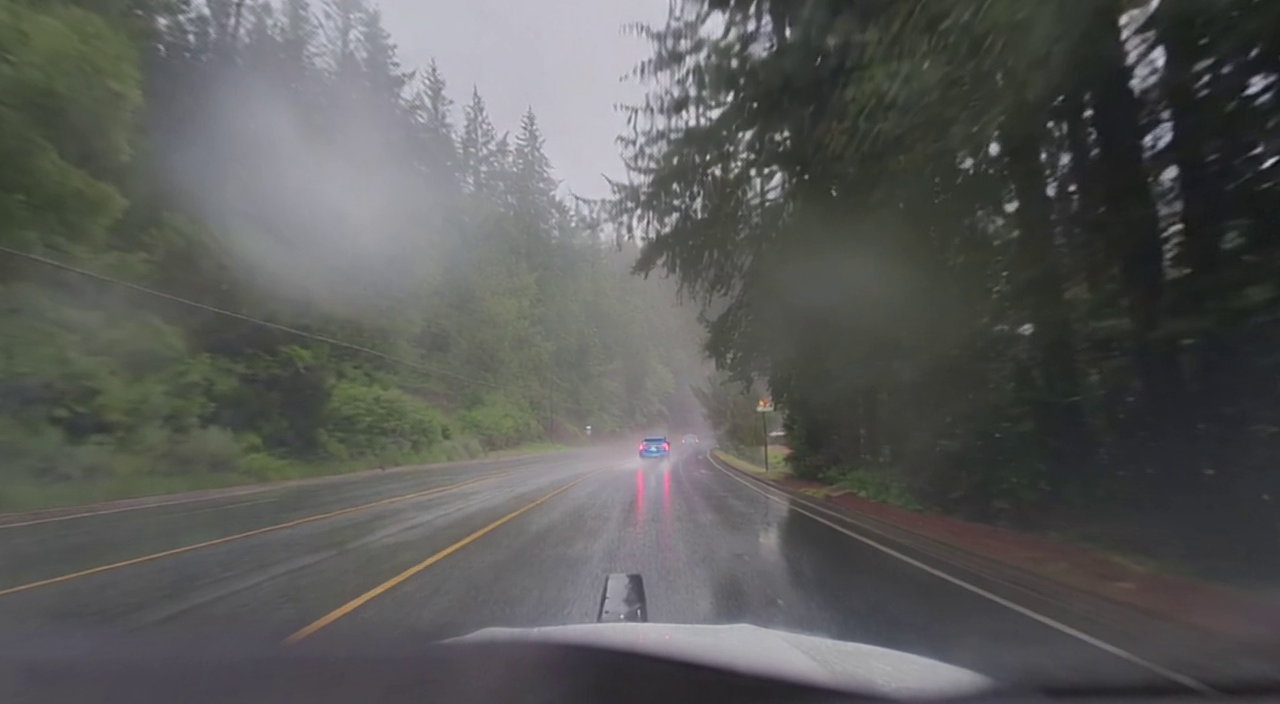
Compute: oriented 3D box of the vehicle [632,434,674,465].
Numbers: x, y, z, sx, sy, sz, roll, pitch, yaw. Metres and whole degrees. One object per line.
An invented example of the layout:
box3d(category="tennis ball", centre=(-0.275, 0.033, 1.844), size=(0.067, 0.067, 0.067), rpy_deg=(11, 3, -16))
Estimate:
box3d(category="vehicle", centre=(0.859, 5.811, 37.611), size=(2.294, 1.708, 4.110), rpy_deg=(-1, -9, 4))
